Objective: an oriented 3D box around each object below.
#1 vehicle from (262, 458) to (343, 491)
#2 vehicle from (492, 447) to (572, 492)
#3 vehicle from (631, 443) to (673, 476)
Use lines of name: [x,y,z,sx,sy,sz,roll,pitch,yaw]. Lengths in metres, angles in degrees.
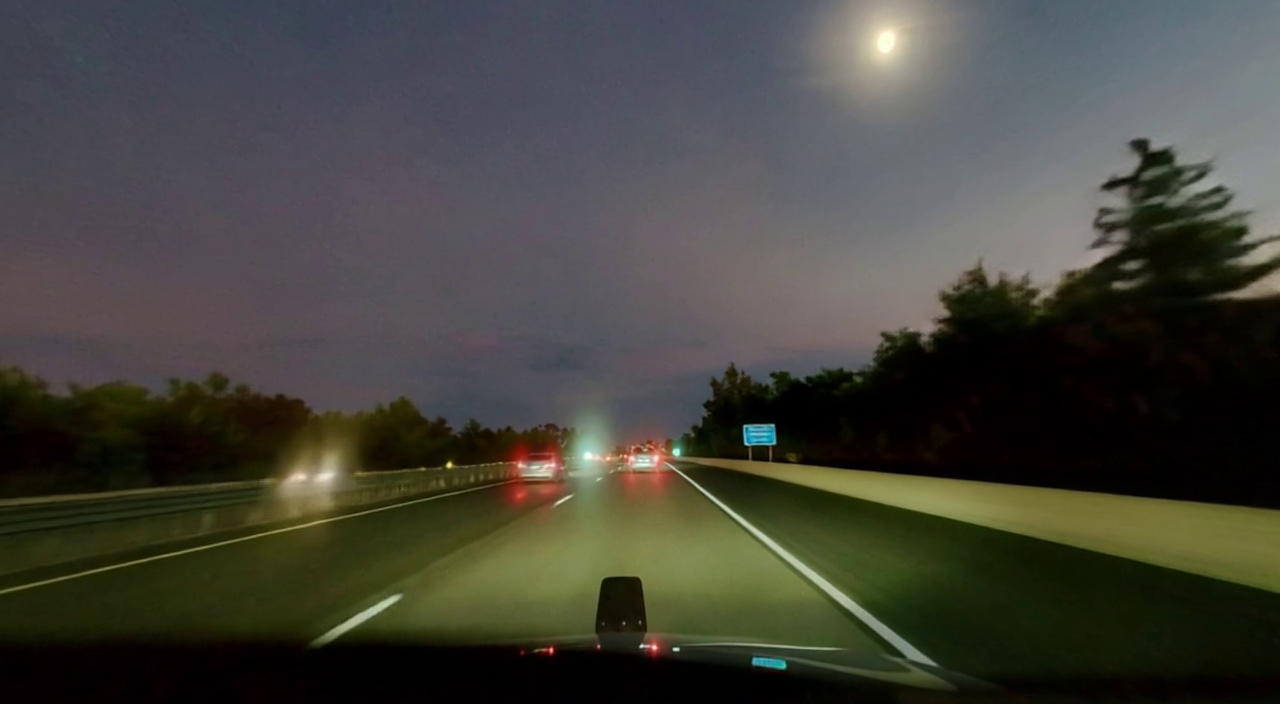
vehicle: [-17.221,6.263,32.405,1.928,1.493,3.915,0,-9,1]
vehicle: [-3.763,4.173,22.707,1.998,1.460,4.422,0,-9,1]
vehicle: [0.627,5.866,34.439,2.172,1.687,3.929,0,-9,0]
